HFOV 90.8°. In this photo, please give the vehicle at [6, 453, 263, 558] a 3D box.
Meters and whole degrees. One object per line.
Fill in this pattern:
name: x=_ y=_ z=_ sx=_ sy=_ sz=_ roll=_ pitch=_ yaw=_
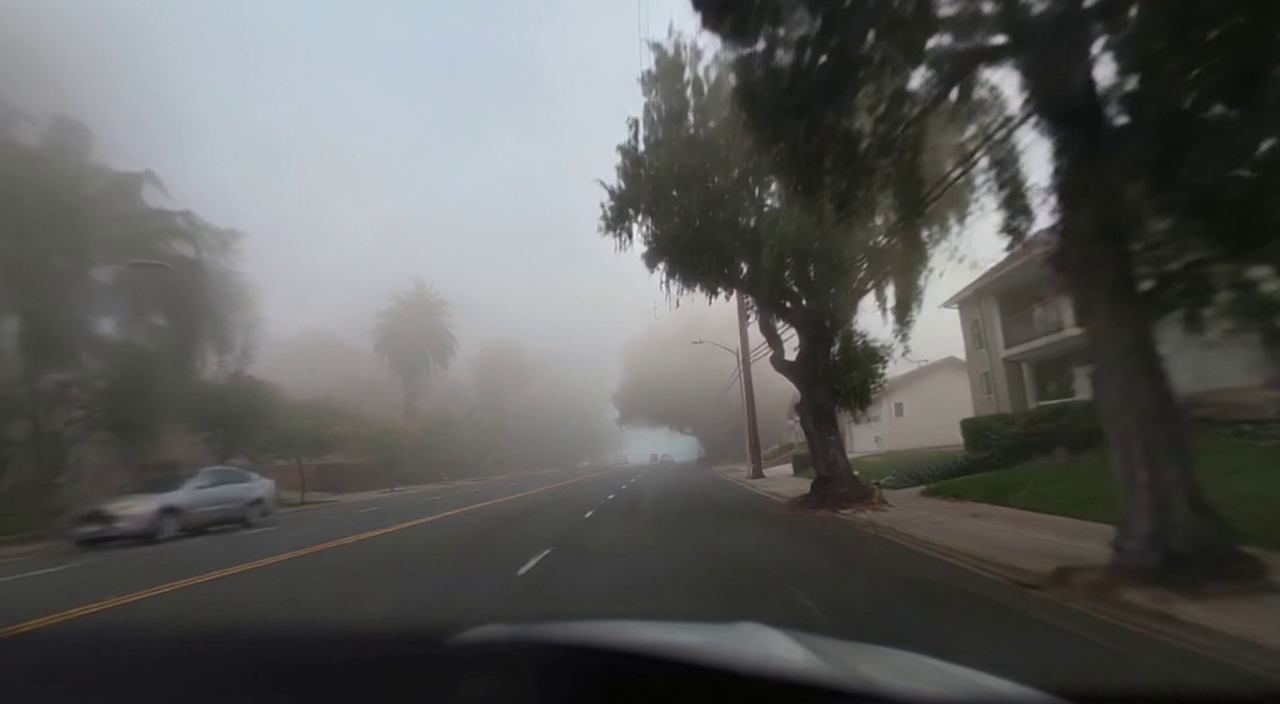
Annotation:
vehicle: x=-10.819 y=3.241 z=14.112 sx=2.001 sy=1.725 sz=4.504 roll=-5 pitch=-9 yaw=1
